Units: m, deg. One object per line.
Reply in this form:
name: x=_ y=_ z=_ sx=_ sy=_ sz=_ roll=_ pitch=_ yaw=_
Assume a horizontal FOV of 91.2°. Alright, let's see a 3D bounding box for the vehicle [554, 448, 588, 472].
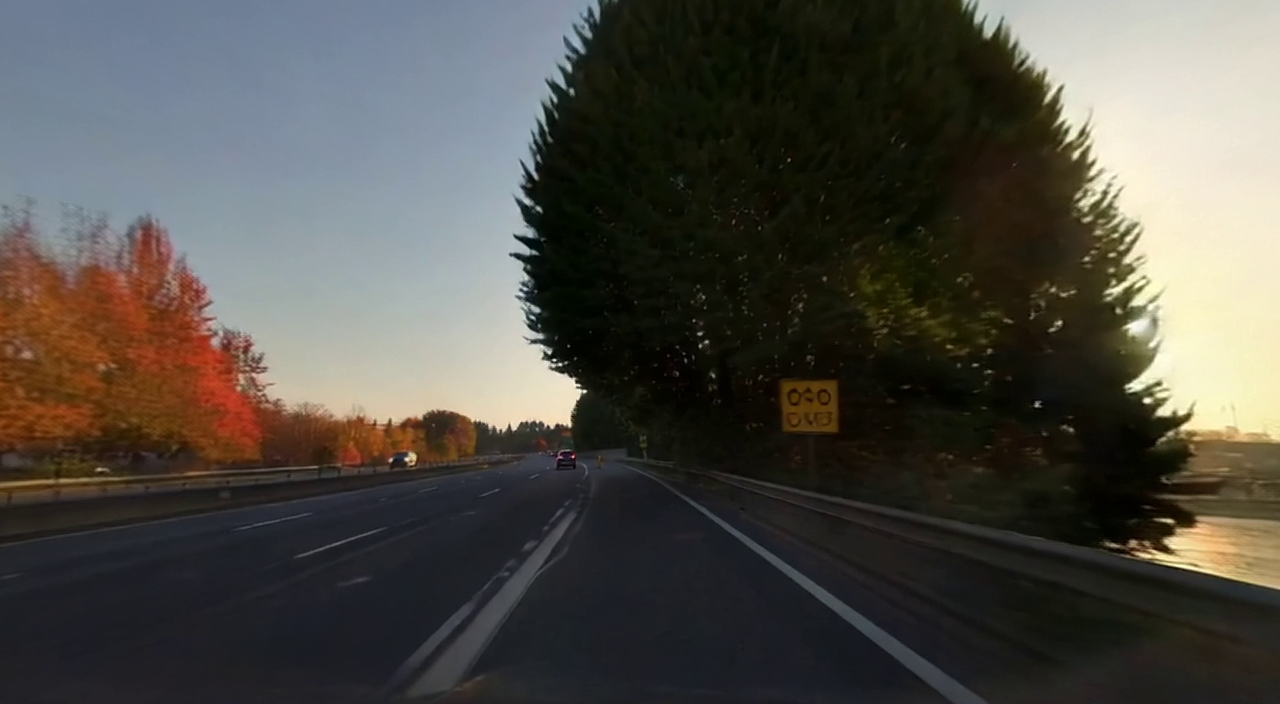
vehicle: x=-4.943 y=7.772 z=45.352 sx=2.248 sy=1.619 sz=3.848 roll=0 pitch=-9 yaw=-4
